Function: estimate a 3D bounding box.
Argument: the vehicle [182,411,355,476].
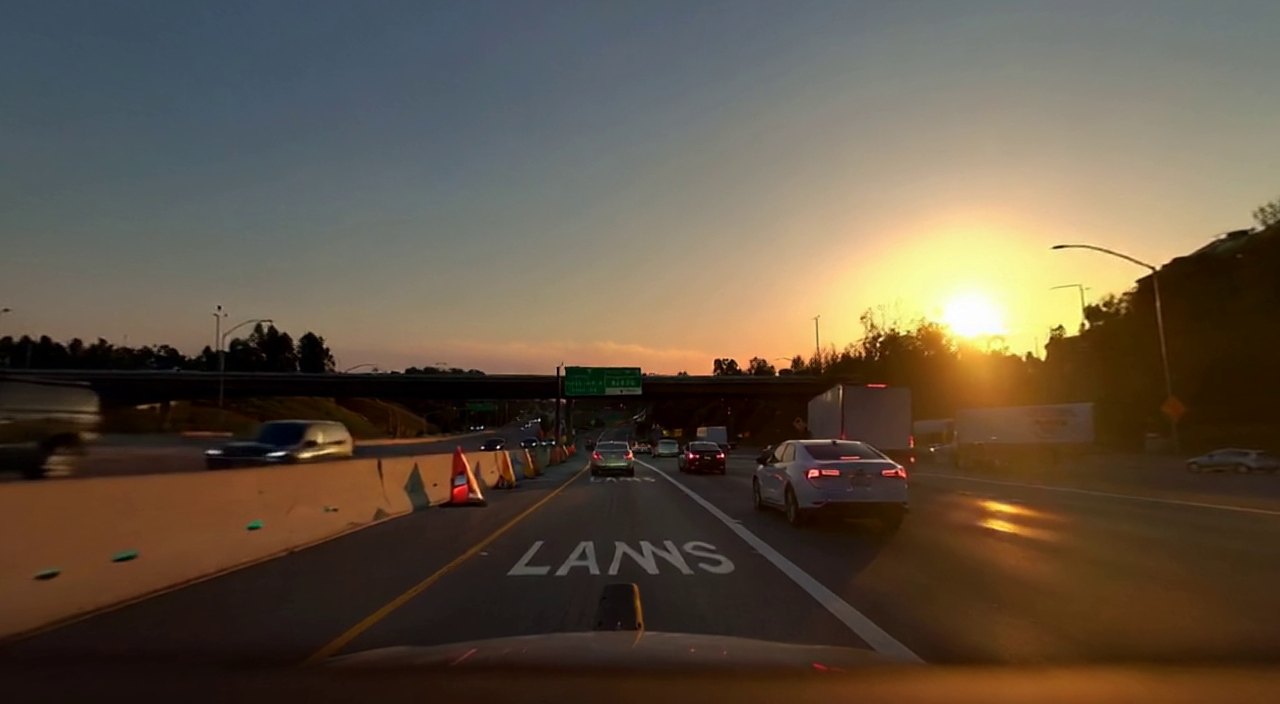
[{"bbox_3d":[-10.102,2.552,17.734,1.997,1.562,4.754,0,-8,-1],"label":"vehicle"}]

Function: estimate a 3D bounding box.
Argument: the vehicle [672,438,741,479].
[{"bbox_3d":[2.499,4.137,24.995,2.042,1.460,4.451,0,-8,-3],"label":"vehicle"}]

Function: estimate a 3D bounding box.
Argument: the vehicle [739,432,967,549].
[{"bbox_3d":[3.040,2.049,10.169,1.996,1.455,4.281,0,-8,-3],"label":"vehicle"}]

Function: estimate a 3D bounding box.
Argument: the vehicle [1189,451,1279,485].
[{"bbox_3d":[35.741,6.682,36.812,2.227,1.730,5.442,1,-8,-6],"label":"vehicle"}]

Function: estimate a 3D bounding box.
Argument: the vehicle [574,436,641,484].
[{"bbox_3d":[-1.077,3.638,21.739,2.069,1.470,4.004,0,-8,-2],"label":"vehicle"}]

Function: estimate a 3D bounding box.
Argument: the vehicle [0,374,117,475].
[{"bbox_3d":[-13.646,1.360,11.954,2.414,1.943,6.030,0,-8,-1],"label":"vehicle"}]
